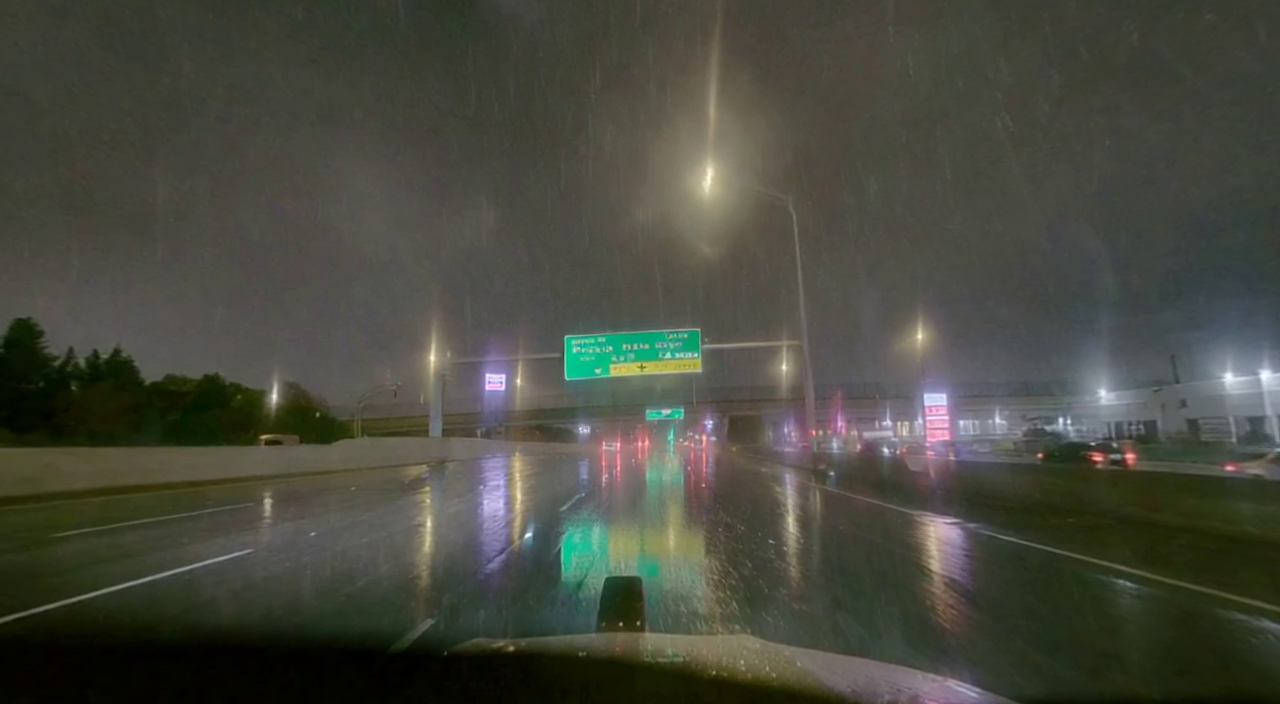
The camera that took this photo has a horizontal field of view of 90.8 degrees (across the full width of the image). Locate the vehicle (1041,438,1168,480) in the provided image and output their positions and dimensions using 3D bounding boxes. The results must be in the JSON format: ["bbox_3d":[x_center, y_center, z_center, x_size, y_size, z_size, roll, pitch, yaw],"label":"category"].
[{"bbox_3d":[18.094,4.174,24.916,1.799,1.498,4.308,0,-8,2],"label":"vehicle"}]

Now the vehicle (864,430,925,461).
[{"bbox_3d":[19.167,7.105,47.918,2.367,2.187,5.862,0,-8,2],"label":"vehicle"}]

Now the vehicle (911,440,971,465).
[{"bbox_3d":[18.700,6.258,39.448,1.796,1.470,4.352,-1,-8,3],"label":"vehicle"}]

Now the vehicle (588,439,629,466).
[{"bbox_3d":[-1.829,5.986,37.751,1.982,1.516,4.327,-1,-8,3],"label":"vehicle"}]
